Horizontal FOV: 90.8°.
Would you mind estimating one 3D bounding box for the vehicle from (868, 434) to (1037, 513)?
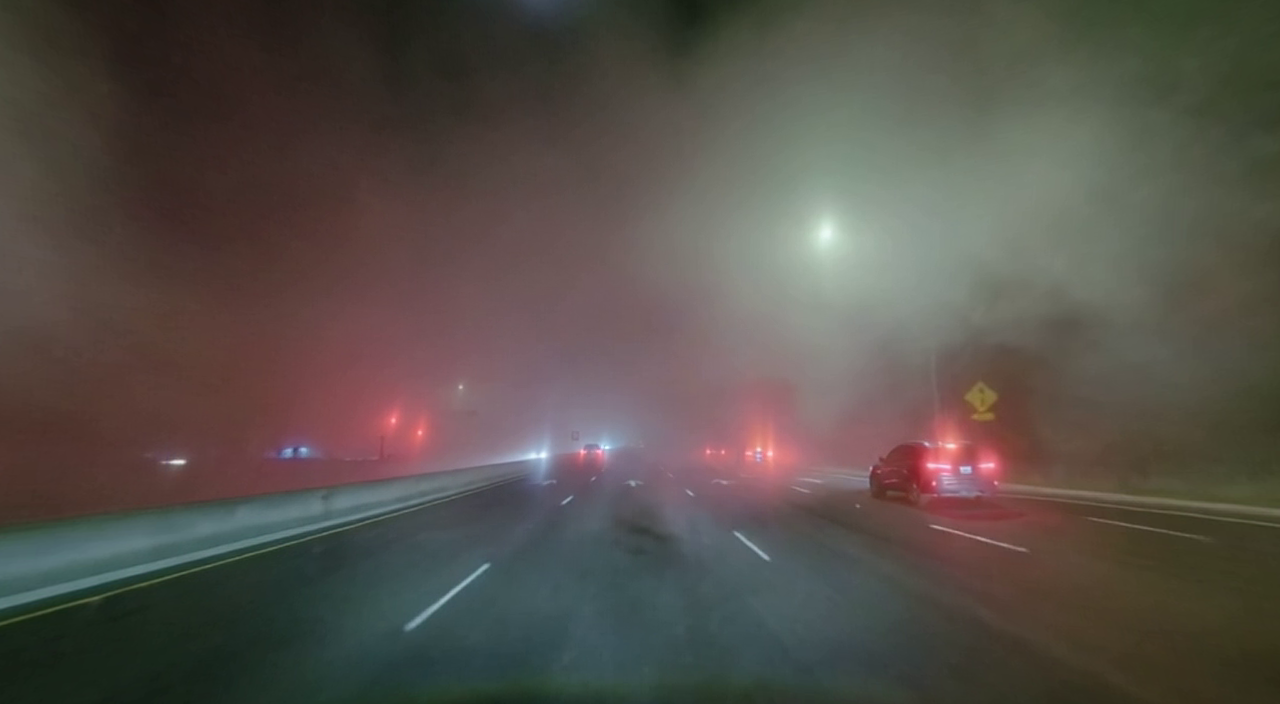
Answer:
[{"bbox_3d":[6.721,2.624,14.105,1.838,1.518,3.713,0,-8,-1],"label":"vehicle"}]

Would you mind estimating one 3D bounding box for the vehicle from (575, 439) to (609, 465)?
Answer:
[{"bbox_3d":[-3.557,7.478,47.361,2.230,1.827,4.406,0,-8,0],"label":"vehicle"}]

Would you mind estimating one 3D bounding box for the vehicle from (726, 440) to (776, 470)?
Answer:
[{"bbox_3d":[6.306,5.889,36.346,1.987,1.597,4.463,0,-8,-1],"label":"vehicle"}]
